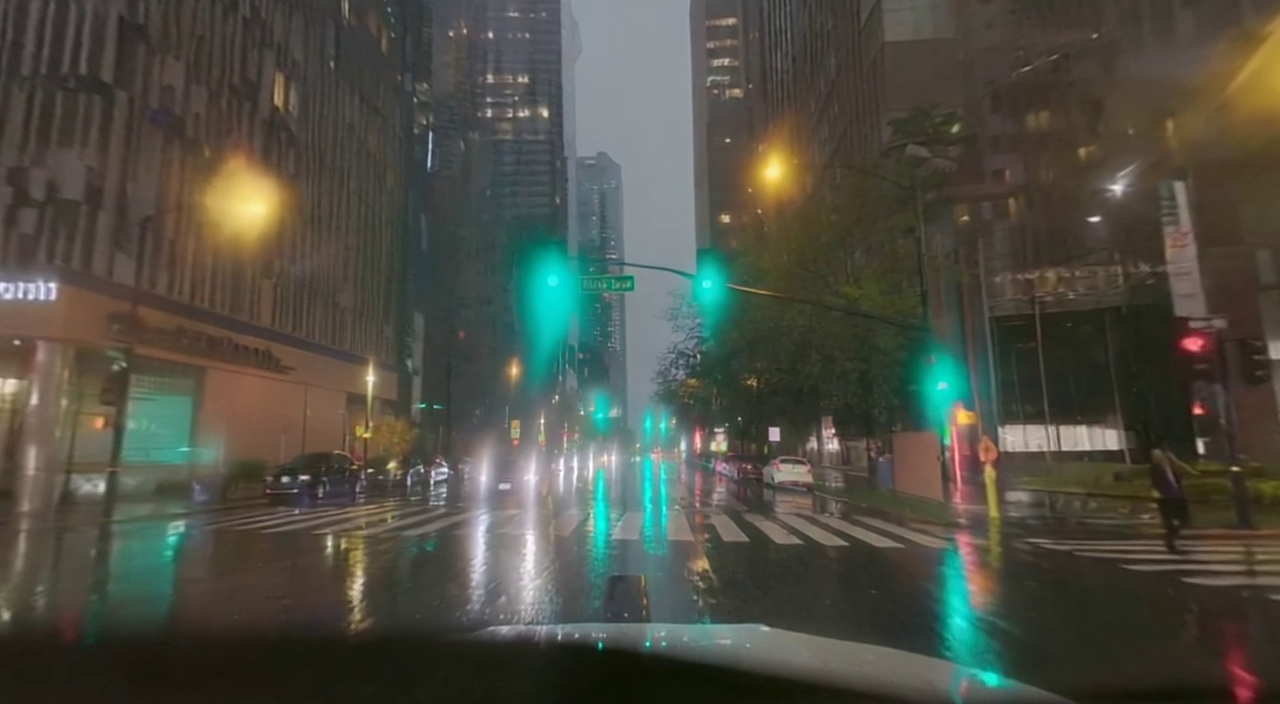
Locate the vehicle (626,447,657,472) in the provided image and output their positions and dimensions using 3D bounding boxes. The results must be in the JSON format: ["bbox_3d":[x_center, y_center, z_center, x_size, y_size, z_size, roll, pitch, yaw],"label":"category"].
[{"bbox_3d":[0.127,8.023,47.143,2.165,1.749,4.078,0,-8,1],"label":"vehicle"}]

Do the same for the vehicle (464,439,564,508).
[{"bbox_3d":[-3.750,3.661,19.693,2.176,1.804,4.740,-2,-8,0],"label":"vehicle"}]

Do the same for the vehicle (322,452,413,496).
[{"bbox_3d":[-12.360,5.515,28.938,1.938,1.729,4.628,-2,-9,3],"label":"vehicle"}]

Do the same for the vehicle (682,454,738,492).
[{"bbox_3d":[2.906,5.081,26.793,1.919,1.371,3.583,2,-8,0],"label":"vehicle"}]

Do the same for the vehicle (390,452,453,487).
[{"bbox_3d":[-12.064,6.484,35.097,1.854,1.727,4.426,0,-8,1],"label":"vehicle"}]

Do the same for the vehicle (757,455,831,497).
[{"bbox_3d":[6.154,4.994,25.799,1.882,1.479,4.652,0,-8,0],"label":"vehicle"}]

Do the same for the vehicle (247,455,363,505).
[{"bbox_3d":[-12.566,4.796,24.015,2.118,1.644,4.188,0,-8,-1],"label":"vehicle"}]
